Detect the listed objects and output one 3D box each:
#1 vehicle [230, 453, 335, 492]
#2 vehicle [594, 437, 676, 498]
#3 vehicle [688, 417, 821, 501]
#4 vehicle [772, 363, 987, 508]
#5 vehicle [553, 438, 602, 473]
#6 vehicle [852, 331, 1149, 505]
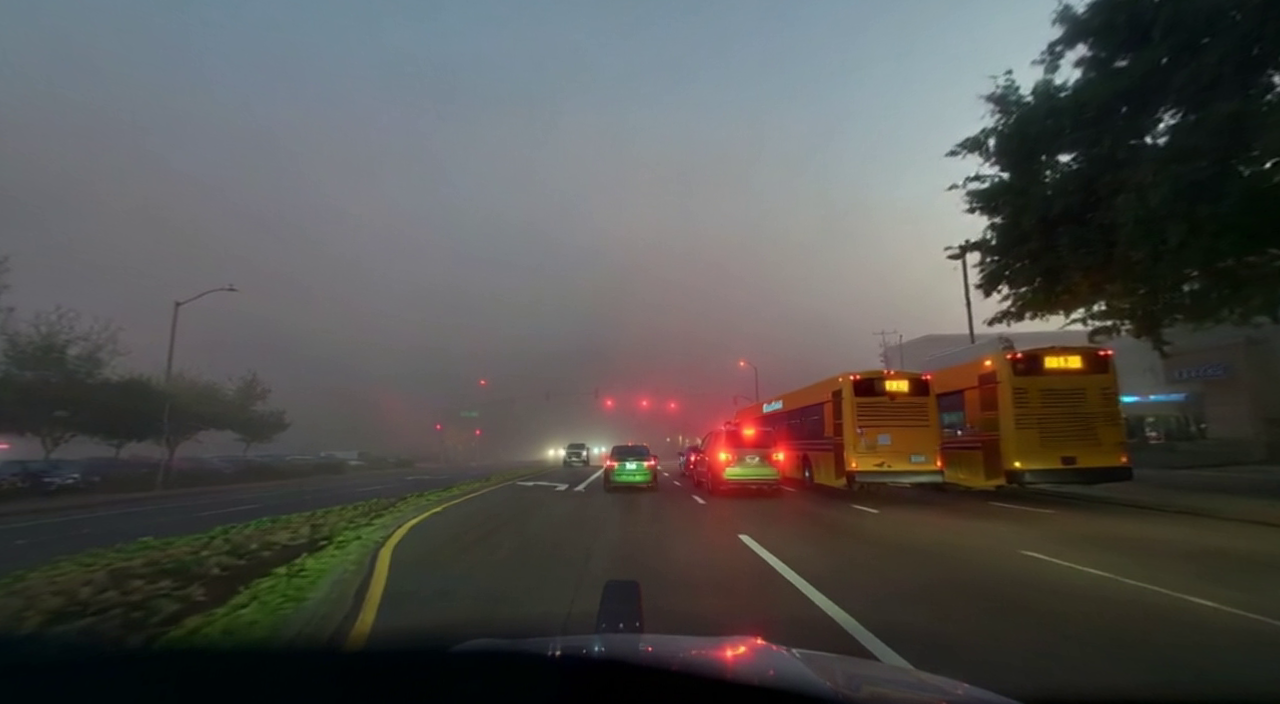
[{"bbox_3d":[-14.812,4.990,26.482,1.960,1.396,4.185,0,-9,0],"label":"vehicle"},{"bbox_3d":[-0.185,3.198,17.850,2.071,1.525,3.723,0,-9,-2],"label":"vehicle"},{"bbox_3d":[2.918,2.961,17.927,2.490,1.951,5.931,0,-9,-2],"label":"vehicle"},{"bbox_3d":[6.407,2.521,18.987,2.879,3.318,8.881,0,-8,-1],"label":"vehicle"},{"bbox_3d":[-3.187,5.402,33.221,2.180,1.708,4.397,0,-9,-1],"label":"vehicle"},{"bbox_3d":[10.235,2.293,20.189,3.181,4.110,10.468,0,-8,0],"label":"vehicle"}]
